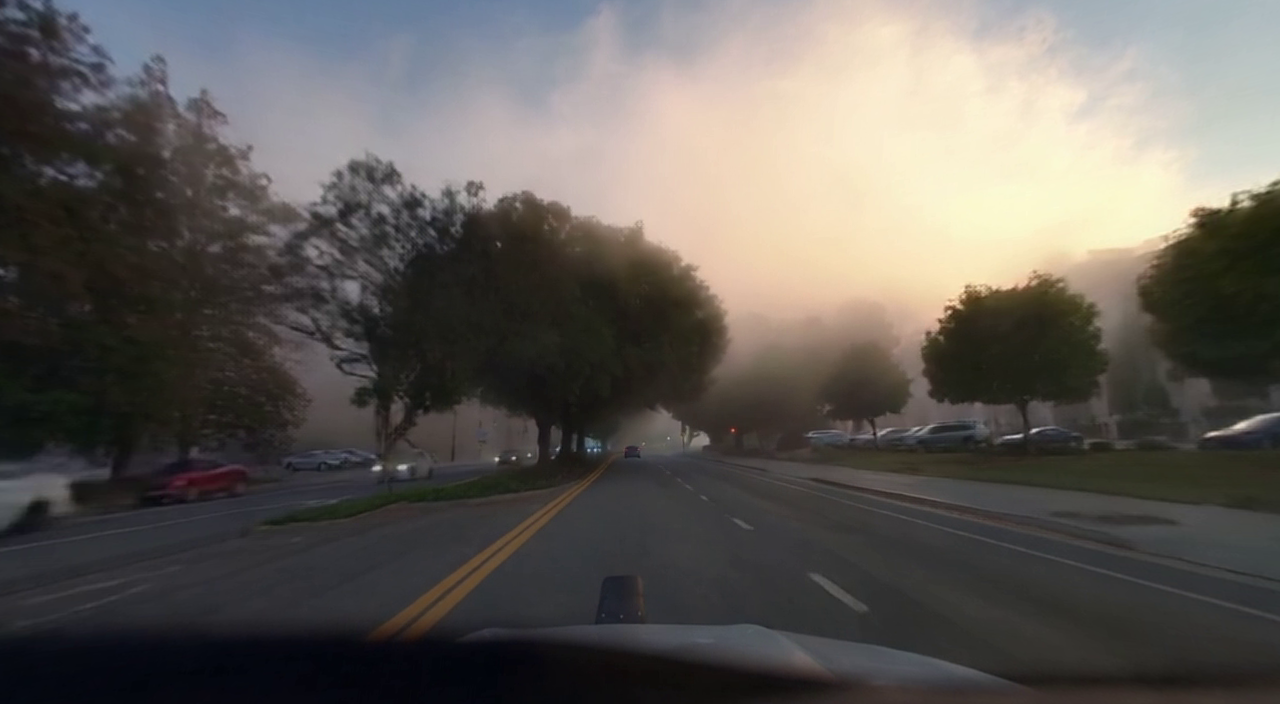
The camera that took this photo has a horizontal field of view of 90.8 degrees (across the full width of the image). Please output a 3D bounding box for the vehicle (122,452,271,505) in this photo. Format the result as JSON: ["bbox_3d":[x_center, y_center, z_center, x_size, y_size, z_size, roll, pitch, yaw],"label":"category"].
[{"bbox_3d":[-16.571,4.693,24.015,2.012,1.757,4.944,0,-9,1],"label":"vehicle"}]

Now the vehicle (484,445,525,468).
[{"bbox_3d":[-10.279,7.949,48.225,2.025,1.704,4.523,0,-9,2],"label":"vehicle"}]

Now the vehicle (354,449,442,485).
[{"bbox_3d":[-10.724,5.118,28.458,2.020,1.490,4.657,0,-9,1],"label":"vehicle"}]
